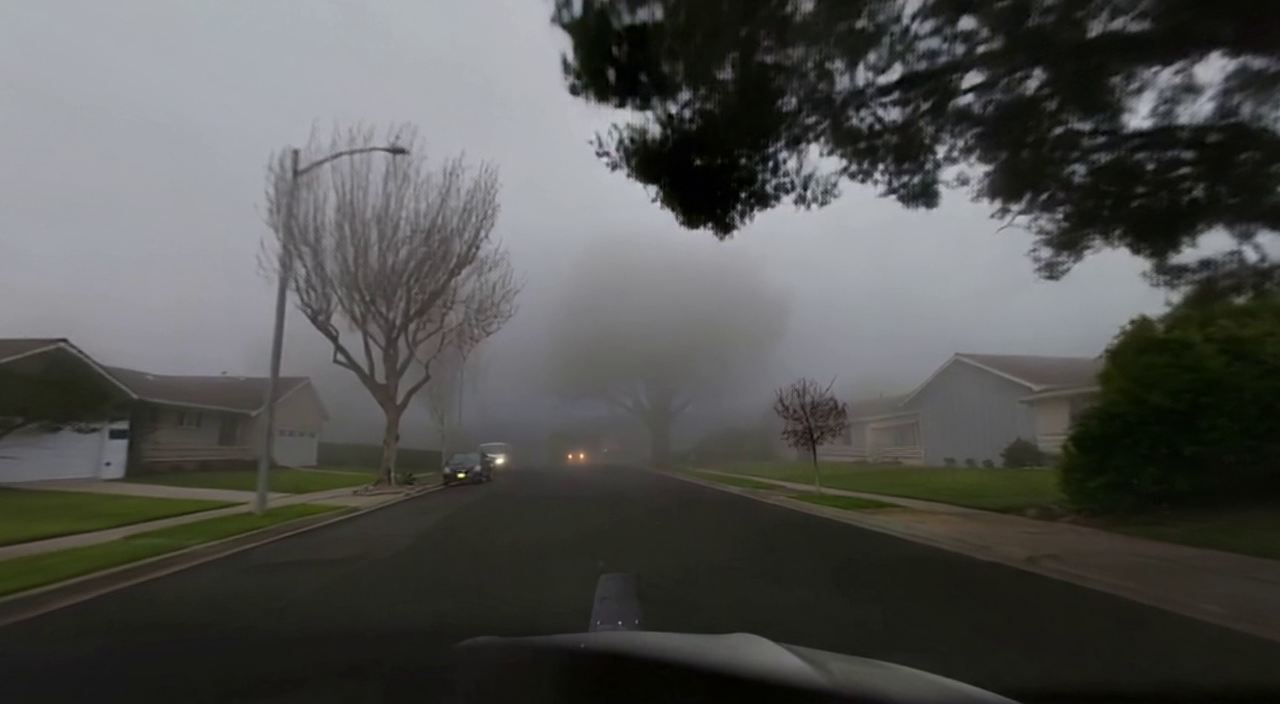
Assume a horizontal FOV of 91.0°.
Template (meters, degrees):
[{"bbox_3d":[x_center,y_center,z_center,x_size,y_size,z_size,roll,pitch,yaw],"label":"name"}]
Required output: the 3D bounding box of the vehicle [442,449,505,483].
[{"bbox_3d":[-7.469,5.130,28.645,2.017,1.397,4.004,0,-9,-4],"label":"vehicle"}]
